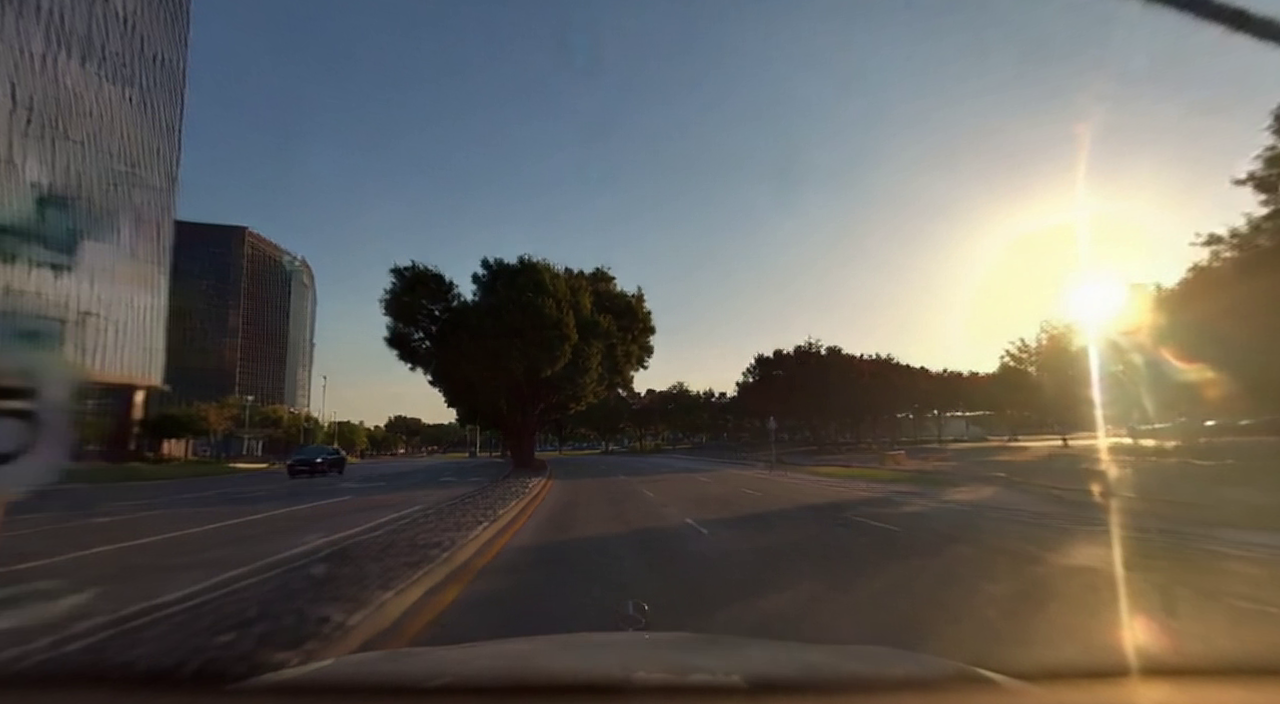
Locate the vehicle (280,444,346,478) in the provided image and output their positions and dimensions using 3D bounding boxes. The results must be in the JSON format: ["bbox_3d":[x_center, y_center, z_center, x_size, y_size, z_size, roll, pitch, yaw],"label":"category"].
[{"bbox_3d":[-18.924,6.308,36.742,2.091,1.809,4.550,2,-9,-10],"label":"vehicle"}]
